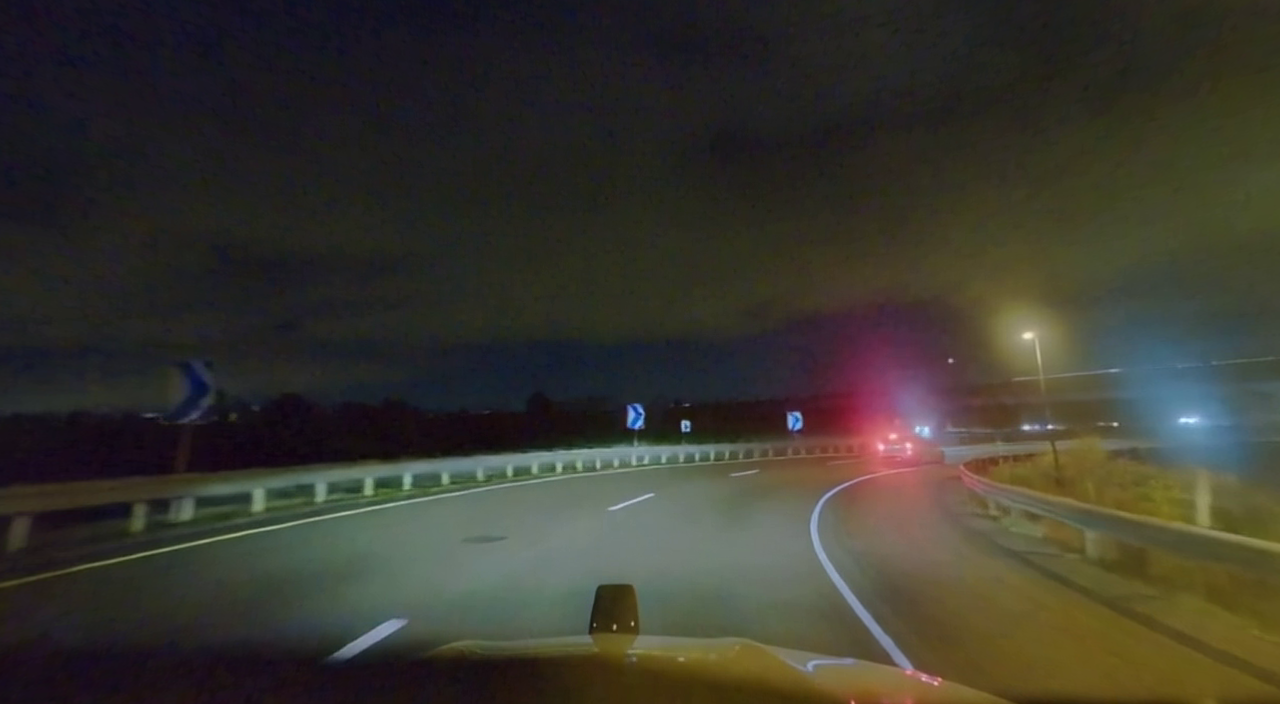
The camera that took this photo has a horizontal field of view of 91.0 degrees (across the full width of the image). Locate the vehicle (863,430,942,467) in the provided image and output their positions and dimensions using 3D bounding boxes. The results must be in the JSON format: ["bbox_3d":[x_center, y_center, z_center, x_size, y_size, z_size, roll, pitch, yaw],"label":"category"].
[{"bbox_3d":[11.748,4.260,28.039,2.028,1.440,3.970,-3,-8,41],"label":"vehicle"}]
